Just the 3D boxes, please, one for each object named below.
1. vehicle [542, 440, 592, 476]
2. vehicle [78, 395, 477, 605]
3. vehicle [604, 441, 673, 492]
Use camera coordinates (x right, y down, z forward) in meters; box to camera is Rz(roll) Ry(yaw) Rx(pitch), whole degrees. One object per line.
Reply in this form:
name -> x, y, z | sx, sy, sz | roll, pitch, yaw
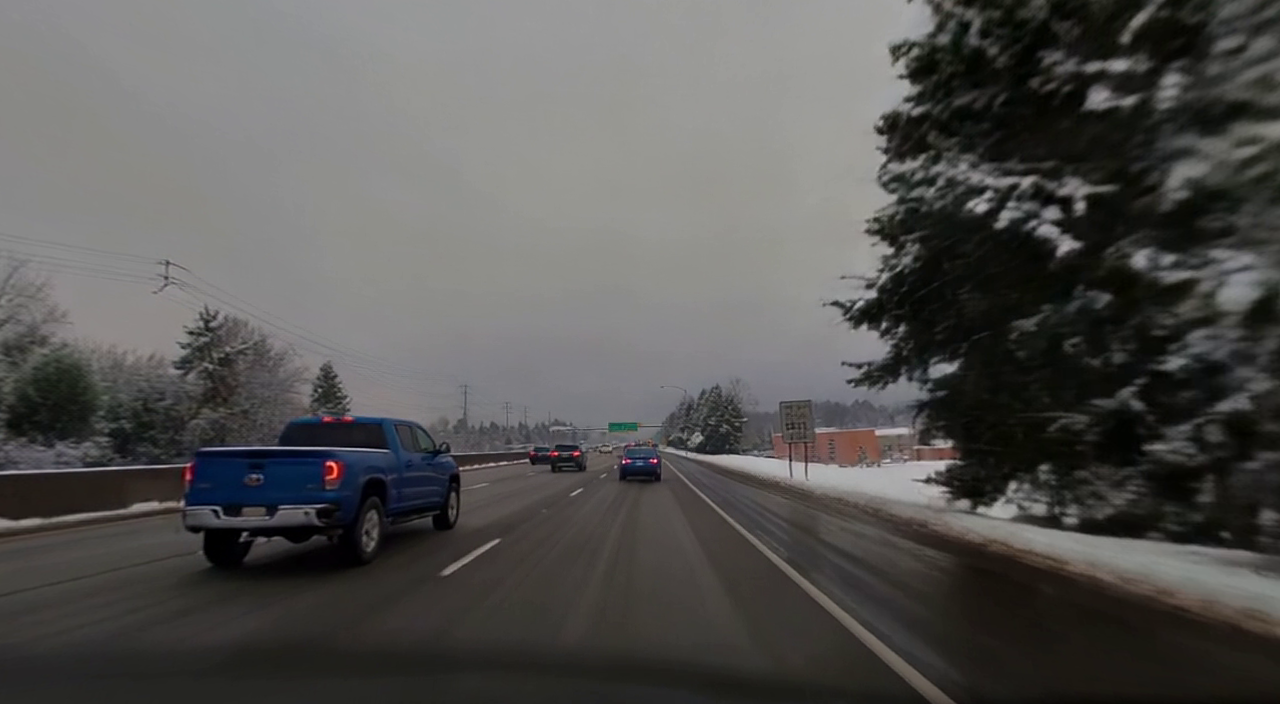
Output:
vehicle -> -3.662, 5.394, 32.405 | 1.993, 1.717, 4.321 | -1, -8, 1
vehicle -> -3.718, 1.611, 7.755 | 2.133, 1.789, 4.518 | -1, -8, 1
vehicle -> -0.047, 3.695, 20.696 | 2.047, 1.473, 3.978 | 0, -8, 0
